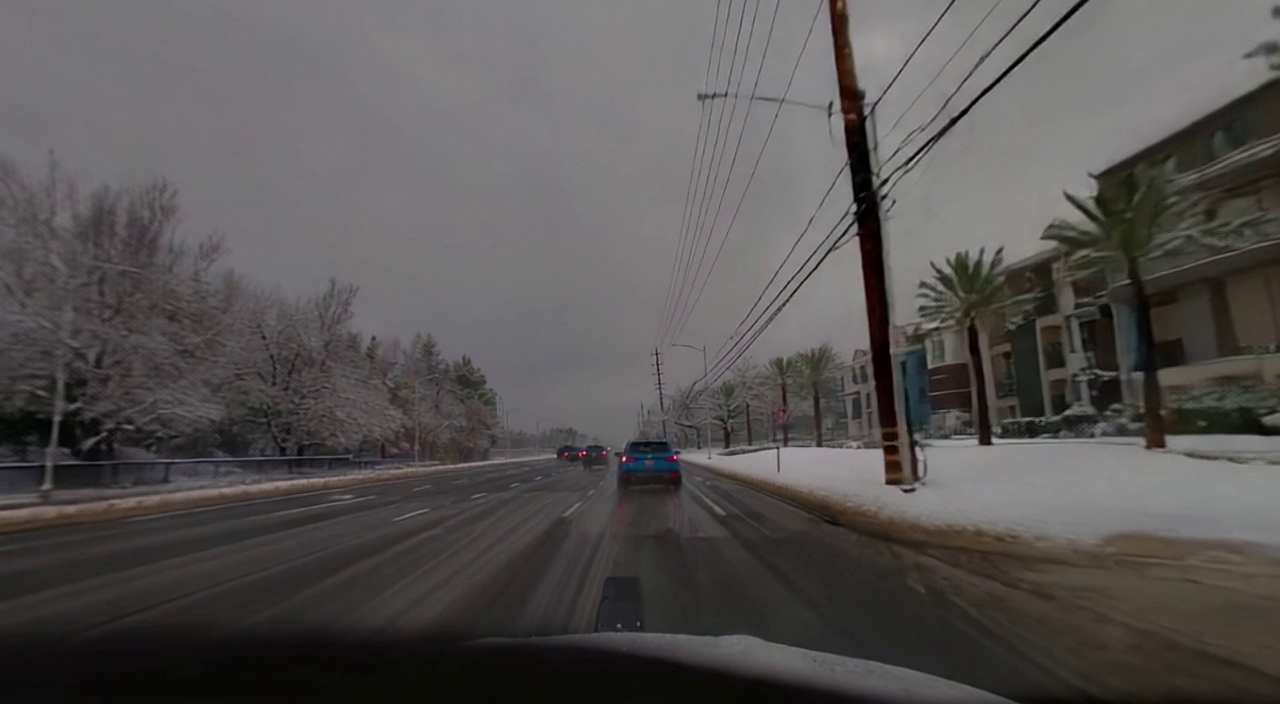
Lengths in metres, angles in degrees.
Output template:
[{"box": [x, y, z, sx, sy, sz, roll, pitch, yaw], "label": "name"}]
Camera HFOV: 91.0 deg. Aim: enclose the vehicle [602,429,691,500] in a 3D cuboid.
[{"box": [0.142, 3.095, 17.682, 2.198, 1.706, 4.166, 0, -9, -1], "label": "vehicle"}]
